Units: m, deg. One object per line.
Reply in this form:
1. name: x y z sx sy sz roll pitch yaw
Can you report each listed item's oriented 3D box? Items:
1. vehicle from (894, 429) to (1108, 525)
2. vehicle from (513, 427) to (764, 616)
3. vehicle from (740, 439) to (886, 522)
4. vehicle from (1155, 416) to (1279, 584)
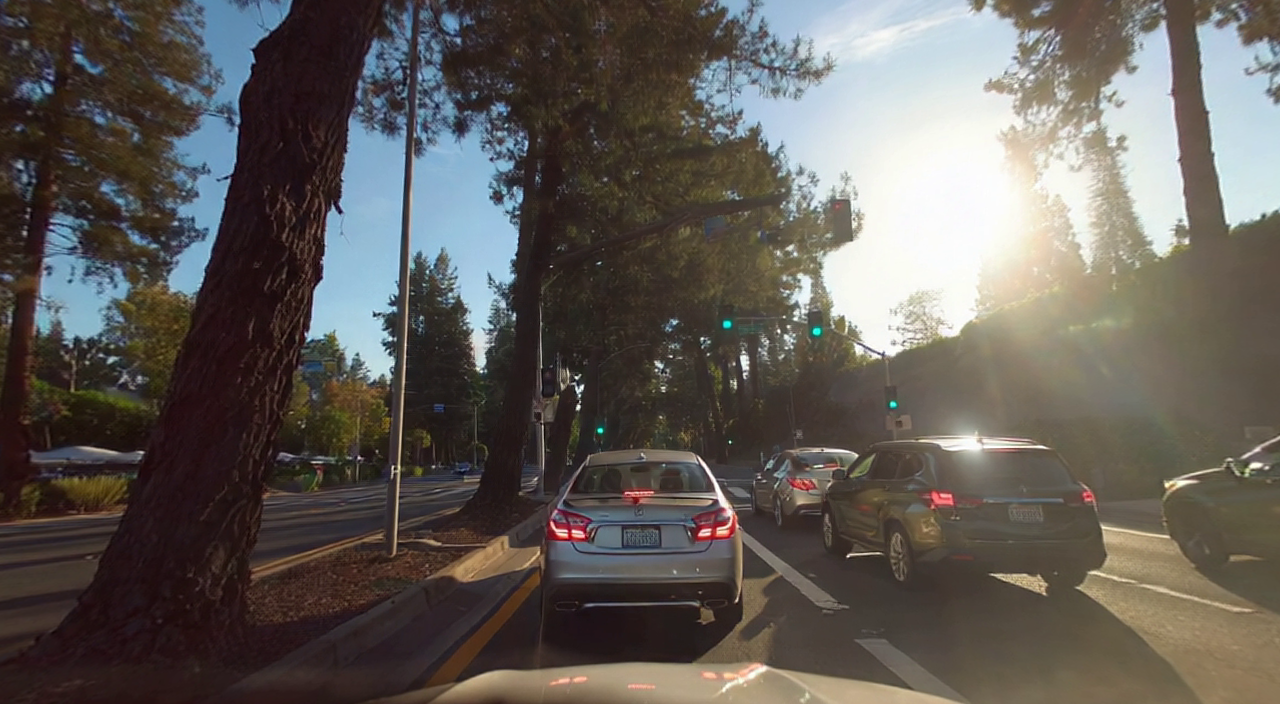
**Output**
1. vehicle: 7.015 2.464 12.891 1.923 1.611 4.094 0 -9 0
2. vehicle: 0.008 1.680 7.100 2.015 1.502 3.898 0 -9 1
3. vehicle: 3.538 2.716 13.830 1.934 1.494 4.446 0 -9 0
4. vehicle: 6.927 1.339 5.582 1.783 1.572 3.421 0 -9 1
